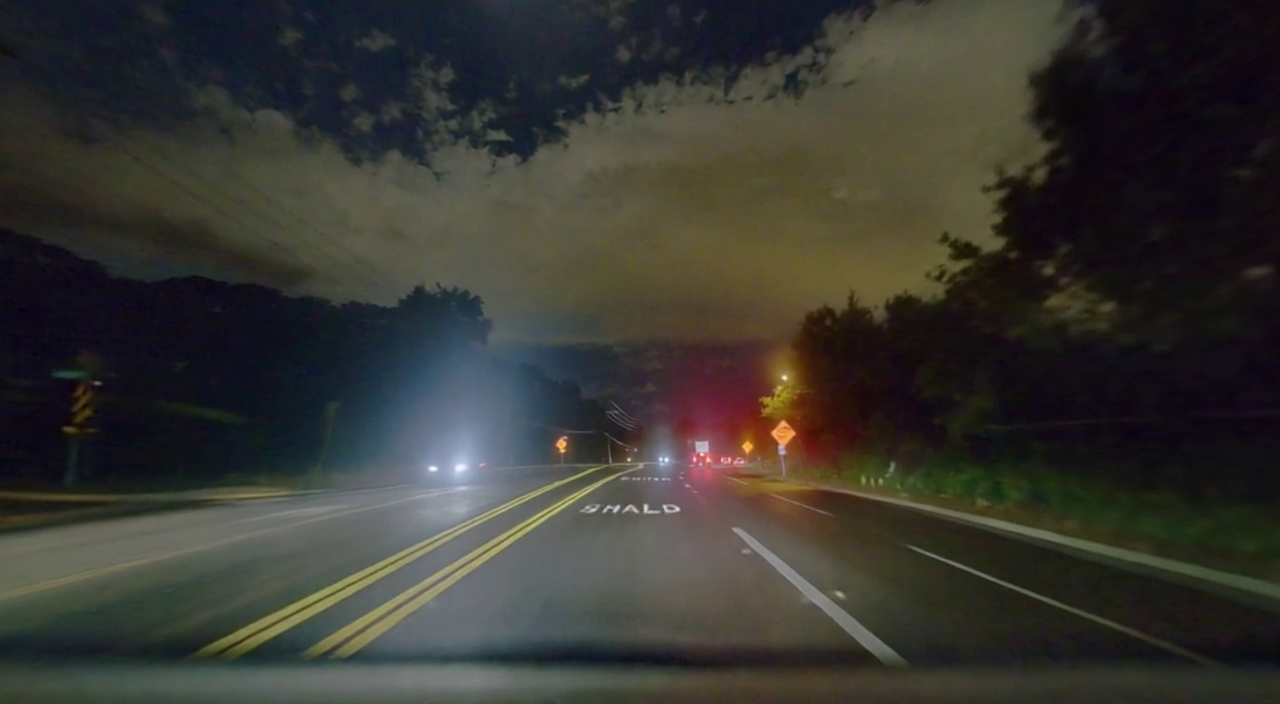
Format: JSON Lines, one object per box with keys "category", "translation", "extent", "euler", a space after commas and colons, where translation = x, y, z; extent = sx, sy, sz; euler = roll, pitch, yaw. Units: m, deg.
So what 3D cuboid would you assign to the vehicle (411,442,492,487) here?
{"category": "vehicle", "translation": [-7.666, 4.593, 26.206], "extent": [2.056, 1.677, 4.282], "euler": [0, -9, 0]}
